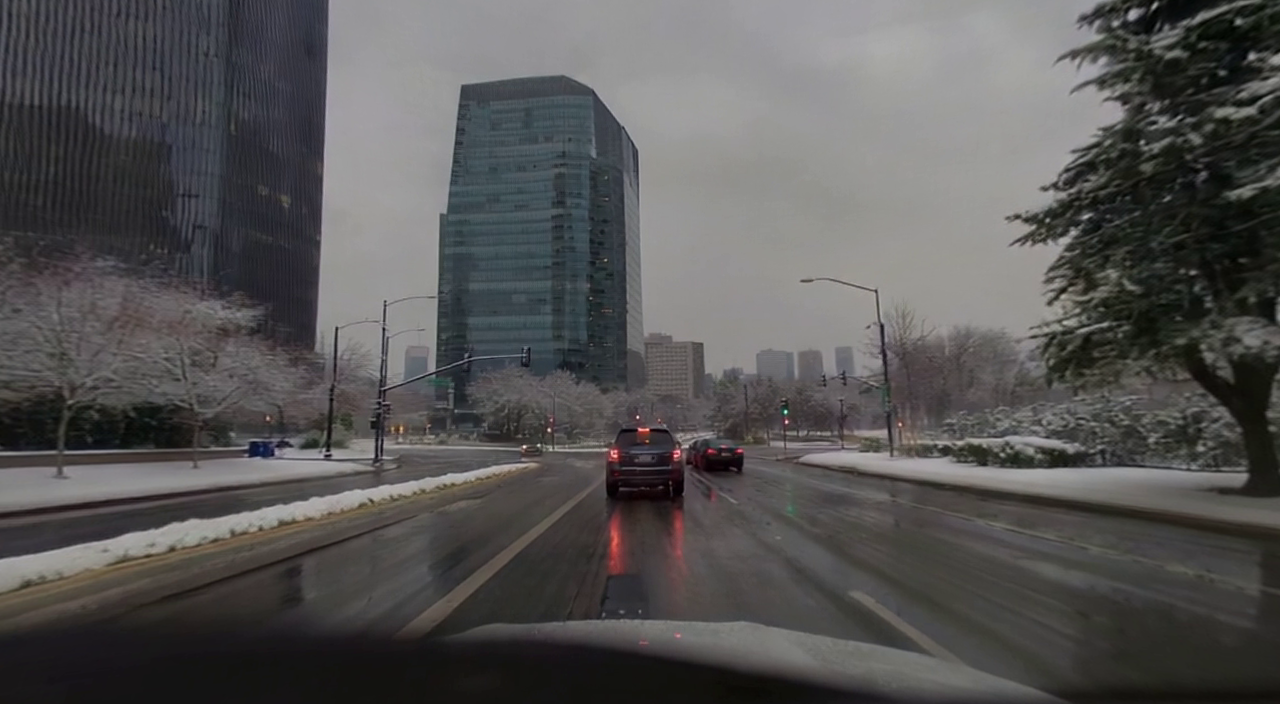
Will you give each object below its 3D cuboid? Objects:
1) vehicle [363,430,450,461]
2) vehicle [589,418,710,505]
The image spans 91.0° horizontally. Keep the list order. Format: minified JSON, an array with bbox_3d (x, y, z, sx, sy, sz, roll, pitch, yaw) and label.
[{"bbox_3d":[-18.248,7.299,49.162,6.448,2.310,2.717,-5,-10,28],"label":"vehicle"},{"bbox_3d":[0.209,2.716,15.942,2.601,1.878,4.535,0,-9,0],"label":"vehicle"}]
